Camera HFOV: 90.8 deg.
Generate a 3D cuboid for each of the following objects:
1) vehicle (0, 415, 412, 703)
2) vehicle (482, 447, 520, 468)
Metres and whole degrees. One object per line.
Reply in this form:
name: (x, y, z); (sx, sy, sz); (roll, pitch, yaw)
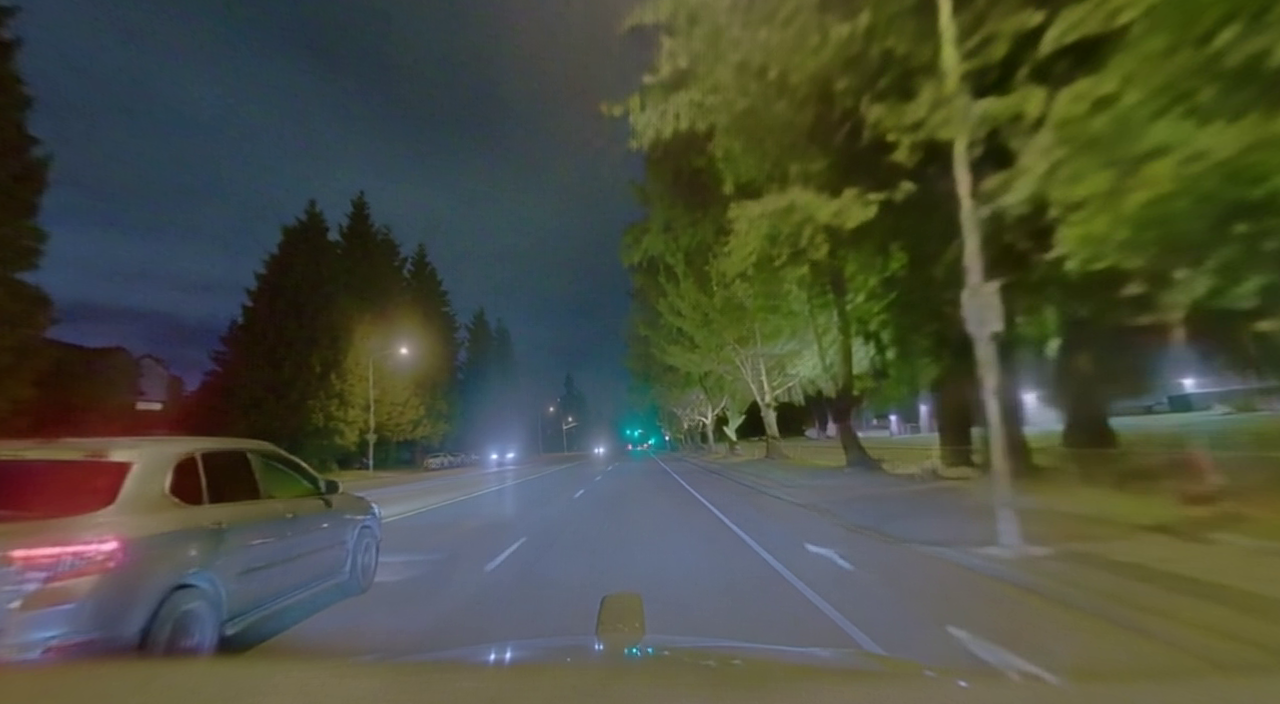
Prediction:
vehicle: (-3.318, 1.218, 3.899); (2.020, 1.478, 4.890); (0, -8, 0)
vehicle: (-10.389, 7.915, 47.550); (1.800, 1.449, 4.260); (-1, -8, 2)
